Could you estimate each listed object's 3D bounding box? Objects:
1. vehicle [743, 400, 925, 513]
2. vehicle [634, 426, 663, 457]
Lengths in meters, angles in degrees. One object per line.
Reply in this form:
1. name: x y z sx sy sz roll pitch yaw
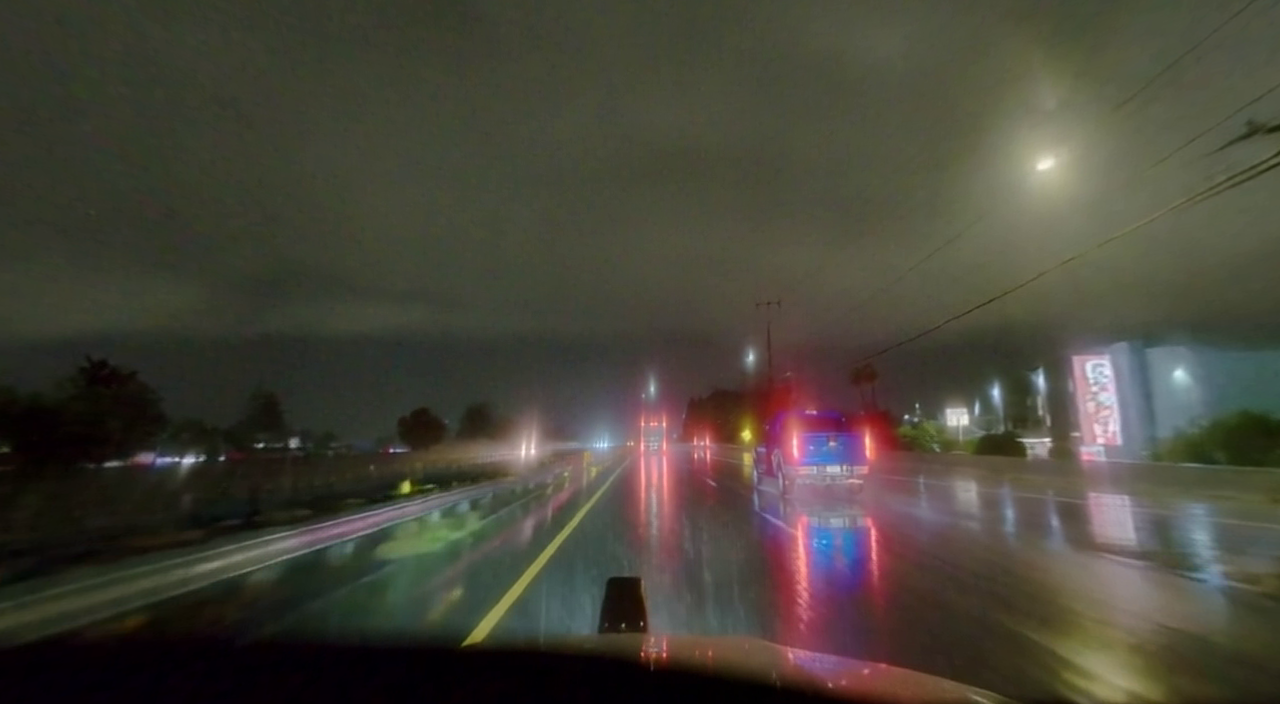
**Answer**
1. vehicle: 4.201 2.425 15.049 2.594 2.155 5.670 0 -8 1
2. vehicle: 0.614 6.848 48.159 2.099 2.260 4.899 0 -8 0
